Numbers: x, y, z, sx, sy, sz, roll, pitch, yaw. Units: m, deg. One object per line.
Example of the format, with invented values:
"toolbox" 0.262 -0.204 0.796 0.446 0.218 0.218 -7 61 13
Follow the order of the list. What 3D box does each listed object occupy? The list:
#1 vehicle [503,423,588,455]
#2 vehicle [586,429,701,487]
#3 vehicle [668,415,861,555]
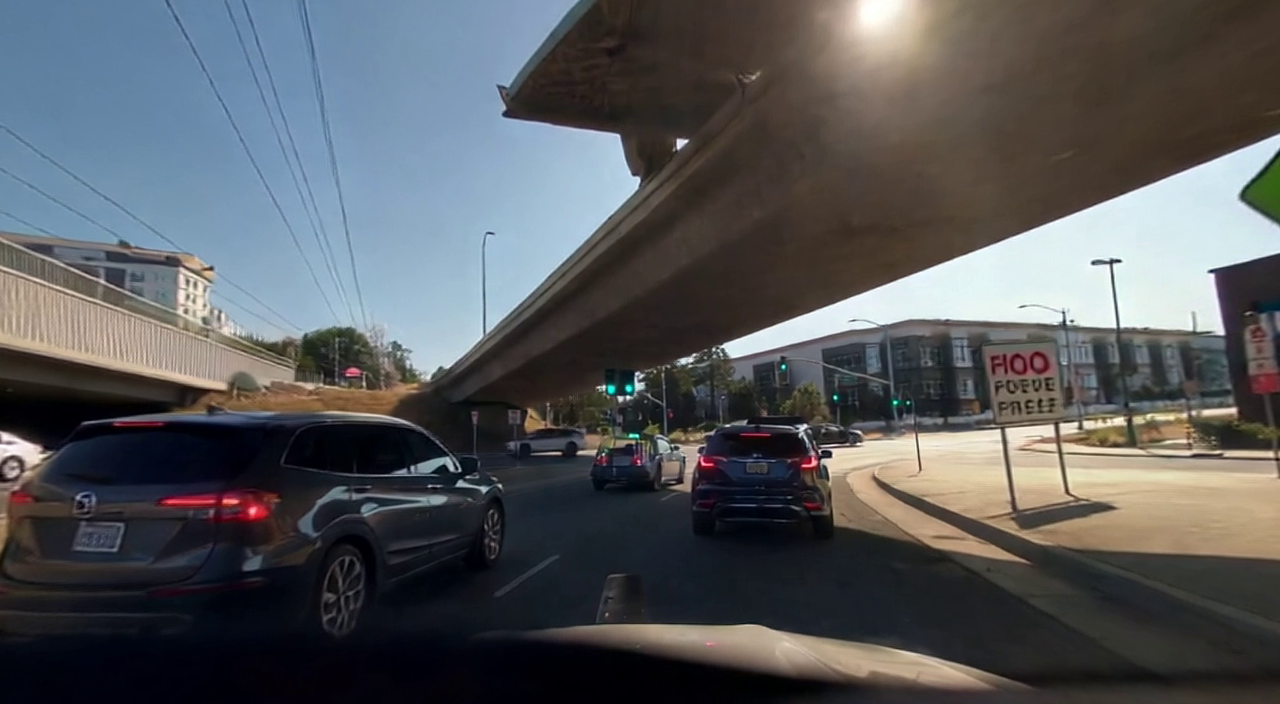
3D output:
"vehicle" -5.893 5.469 39.389 4.827 1.885 2.008 -2 -9 13
"vehicle" 0.283 3.203 19.357 2.214 1.519 4.704 -3 -9 17
"vehicle" 1.868 1.859 9.573 2.195 1.571 4.353 -2 -9 12
